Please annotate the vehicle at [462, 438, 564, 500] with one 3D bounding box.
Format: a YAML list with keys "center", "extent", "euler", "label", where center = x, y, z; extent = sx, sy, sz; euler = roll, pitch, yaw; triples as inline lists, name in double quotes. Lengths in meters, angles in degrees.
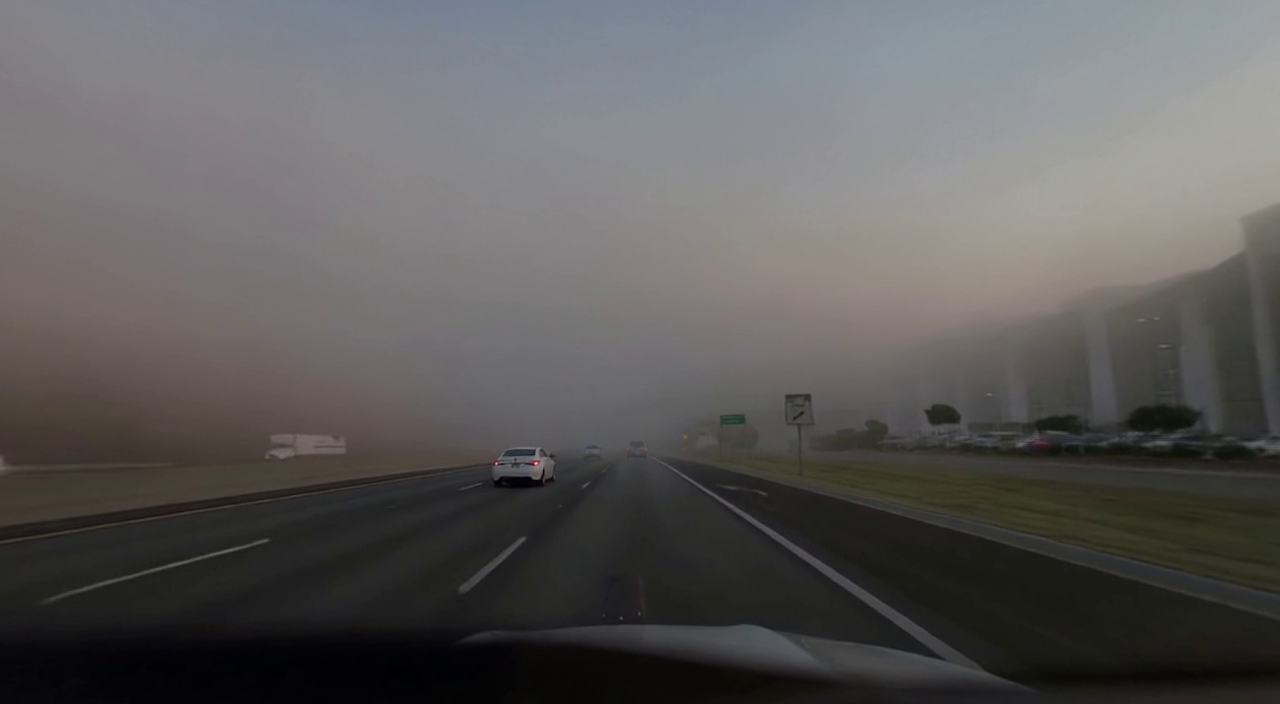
- center: [-3.322, 3.138, 17.372]
  extent: [1.920, 1.463, 4.134]
  euler: [0, -8, 0]
  label: "vehicle"
